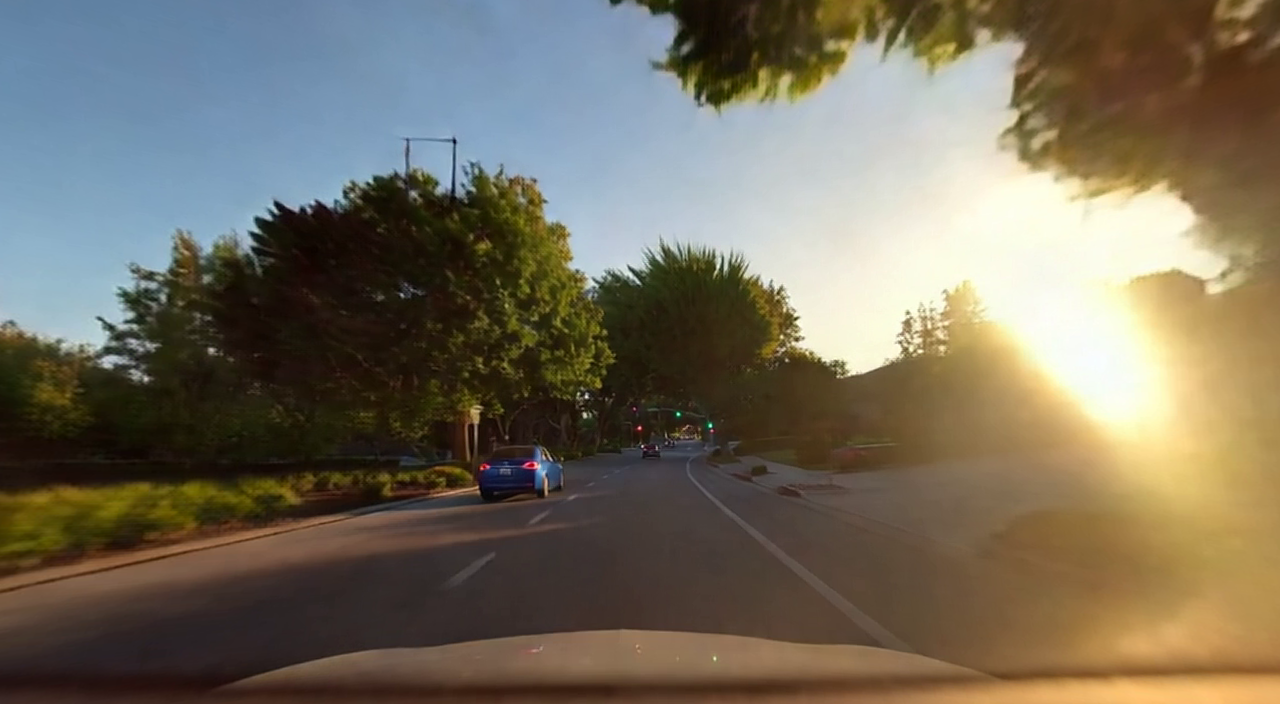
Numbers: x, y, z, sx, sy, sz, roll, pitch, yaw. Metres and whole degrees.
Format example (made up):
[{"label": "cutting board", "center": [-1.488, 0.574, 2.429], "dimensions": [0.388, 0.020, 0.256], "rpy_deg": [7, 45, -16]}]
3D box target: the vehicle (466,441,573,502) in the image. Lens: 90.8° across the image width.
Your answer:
[{"label": "vehicle", "center": [-3.283, 3.368, 18.230], "dimensions": [2.038, 1.486, 4.678], "rpy_deg": [-1, -9, 2]}]
